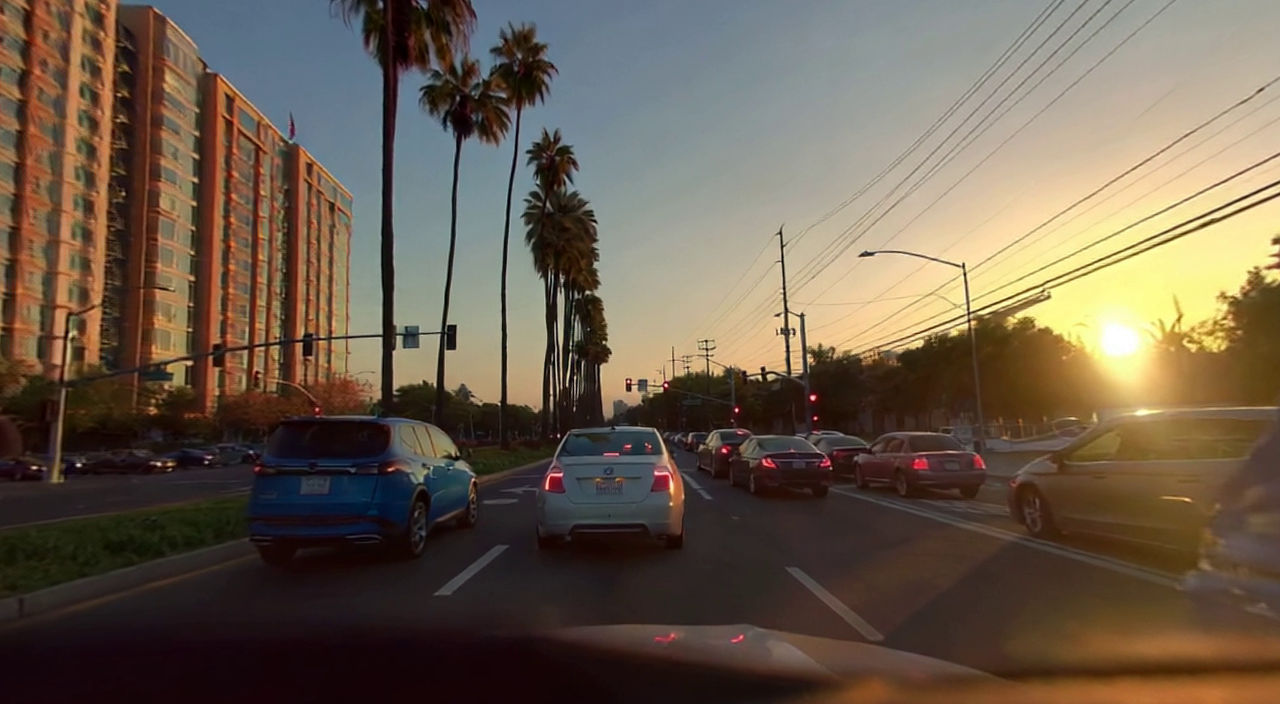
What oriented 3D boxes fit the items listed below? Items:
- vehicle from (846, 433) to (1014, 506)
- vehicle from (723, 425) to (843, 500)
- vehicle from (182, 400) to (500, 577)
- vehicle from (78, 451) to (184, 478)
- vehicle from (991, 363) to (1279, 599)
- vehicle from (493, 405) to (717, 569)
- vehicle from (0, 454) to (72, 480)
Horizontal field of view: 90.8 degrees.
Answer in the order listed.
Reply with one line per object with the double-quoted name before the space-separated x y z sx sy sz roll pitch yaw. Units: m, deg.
"vehicle" 6.537 2.680 14.863 1.764 1.451 4.300 0 -8 -2
"vehicle" 3.339 2.679 15.640 1.975 1.598 4.025 0 -8 -1
"vehicle" -3.526 1.707 8.674 2.136 1.779 4.417 0 -8 1
"vehicle" -35.695 7.877 44.461 5.422 1.765 1.937 1 -9 -8
"vehicle" 6.474 1.333 6.930 2.130 1.979 5.310 0 -8 -1
"vehicle" -0.407 1.707 8.723 2.302 1.681 4.217 0 -8 -1
"vehicle" -42.476 7.876 43.260 4.867 1.689 1.971 1 -9 -8
